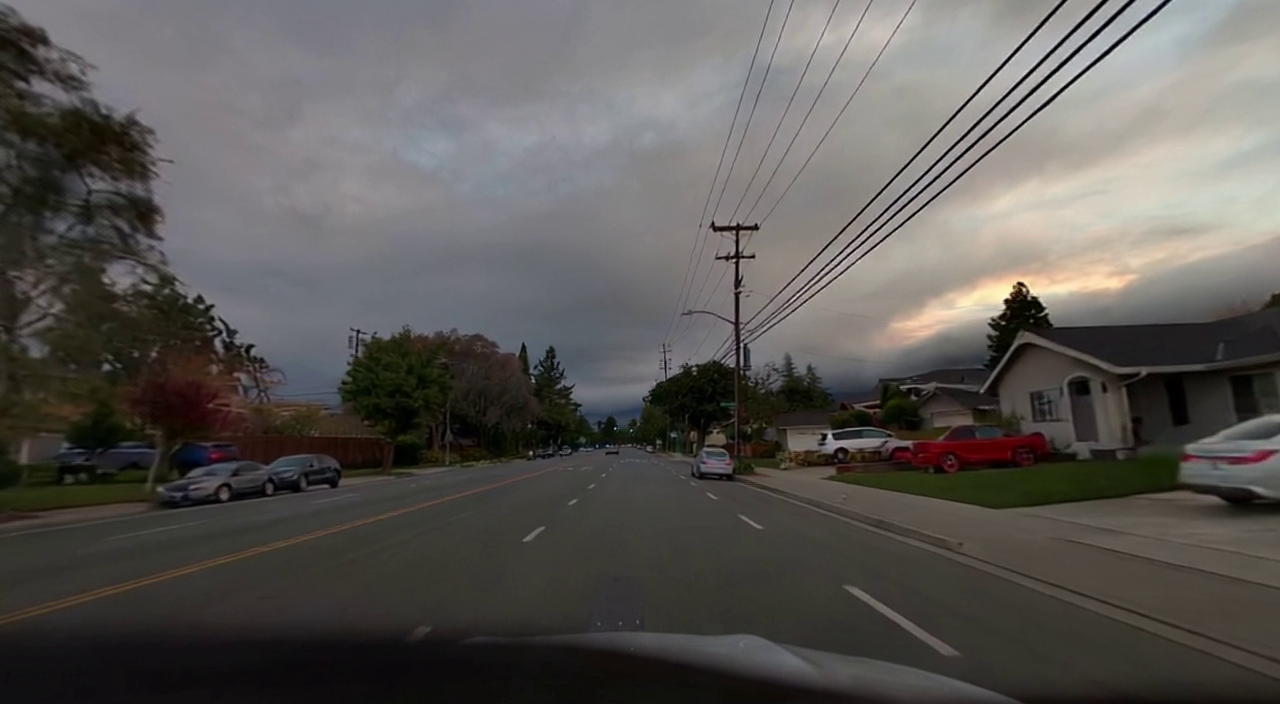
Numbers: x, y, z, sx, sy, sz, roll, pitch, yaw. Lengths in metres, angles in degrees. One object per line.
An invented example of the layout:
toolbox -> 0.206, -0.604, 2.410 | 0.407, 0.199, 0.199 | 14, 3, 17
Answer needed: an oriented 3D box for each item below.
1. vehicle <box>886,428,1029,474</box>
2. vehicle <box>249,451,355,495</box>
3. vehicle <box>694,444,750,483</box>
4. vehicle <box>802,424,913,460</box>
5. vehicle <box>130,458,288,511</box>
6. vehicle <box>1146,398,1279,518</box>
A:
vehicle -> 12.202, 3.856, 24.532 | 4.429, 1.474, 1.887 | -3, -10, 2
vehicle -> -13.962, 4.995, 26.445 | 1.916, 1.632, 4.440 | 0, -9, 1
vehicle -> 3.478, 4.824, 27.605 | 1.855, 1.518, 4.707 | 0, -9, 1
vehicle -> 12.856, 5.364, 37.612 | 5.713, 1.857, 2.285 | -1, -9, -5
vehicle -> -14.066, 4.314, 21.052 | 2.011, 1.480, 4.644 | 0, -9, 0
vehicle -> 11.556, 1.636, 10.433 | 4.415, 1.753, 2.098 | -3, -10, 2
